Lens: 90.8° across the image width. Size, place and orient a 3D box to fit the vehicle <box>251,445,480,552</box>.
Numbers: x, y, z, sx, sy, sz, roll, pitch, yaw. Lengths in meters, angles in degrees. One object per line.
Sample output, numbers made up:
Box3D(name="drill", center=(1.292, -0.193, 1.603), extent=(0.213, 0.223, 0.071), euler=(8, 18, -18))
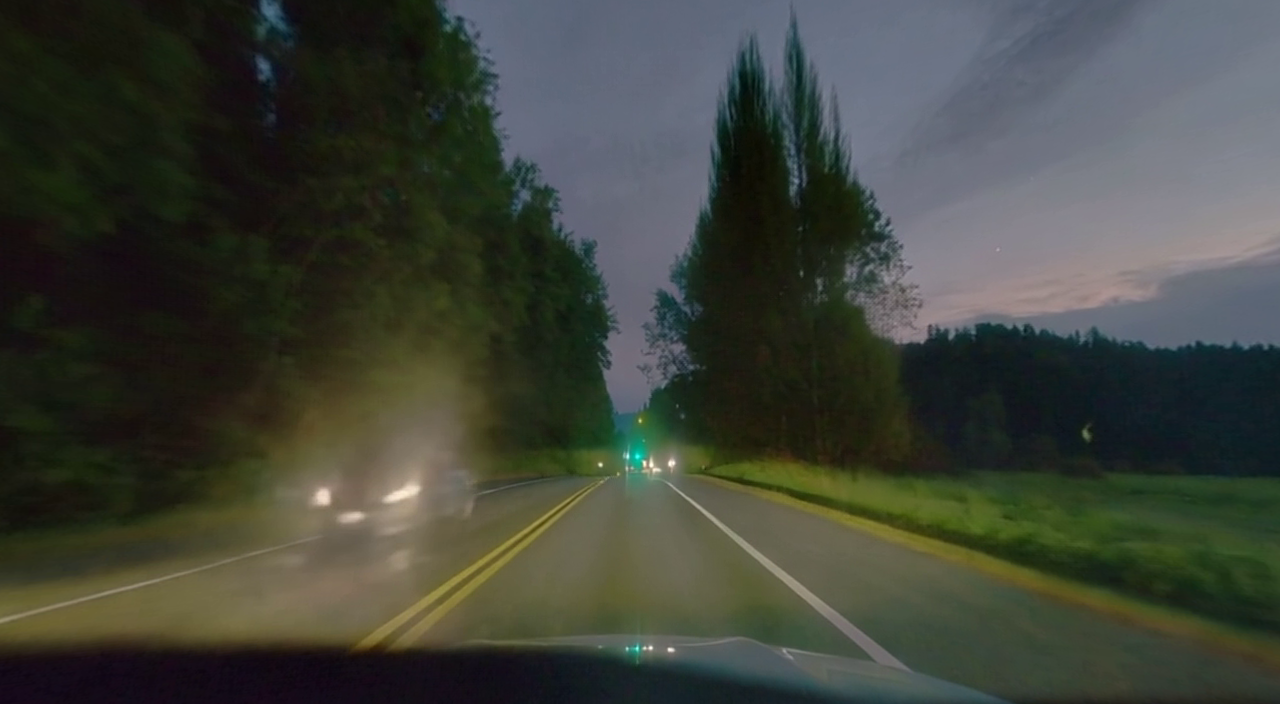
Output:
Box3D(name="vehicle", center=(-4.521, 2.439, 11.346), extent=(2.080, 1.512, 4.450), euler=(0, -8, 0))
